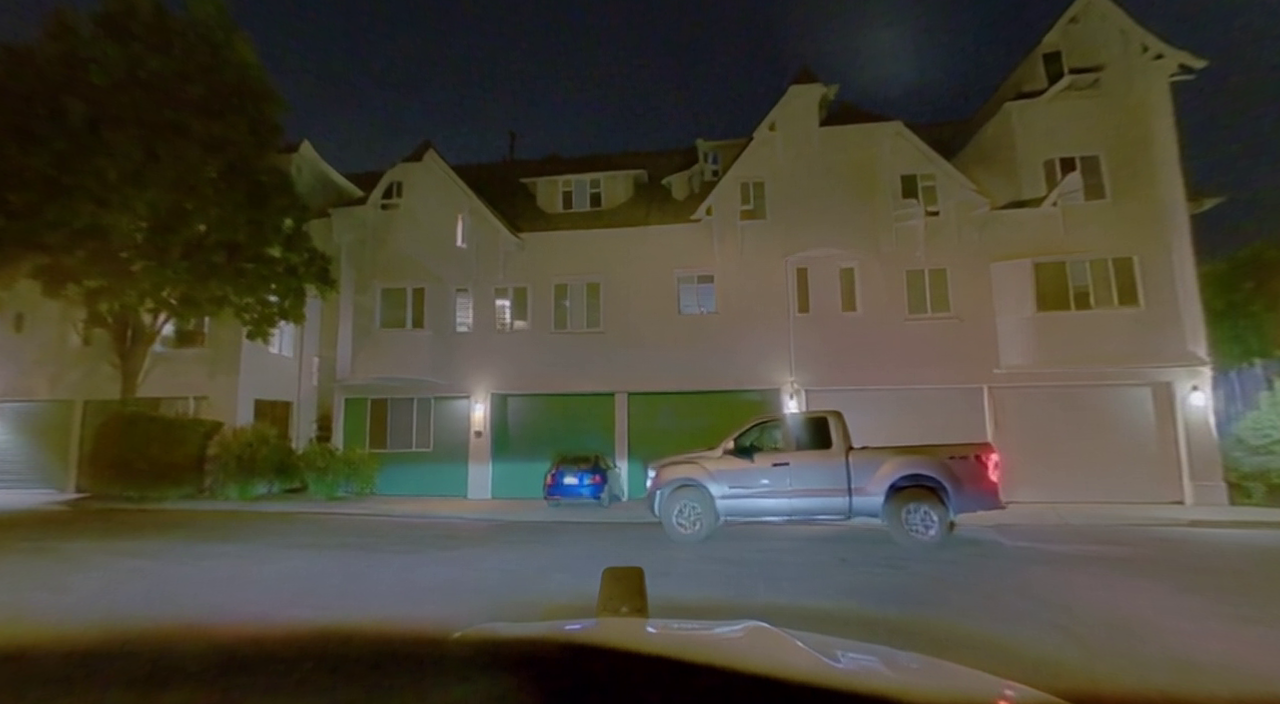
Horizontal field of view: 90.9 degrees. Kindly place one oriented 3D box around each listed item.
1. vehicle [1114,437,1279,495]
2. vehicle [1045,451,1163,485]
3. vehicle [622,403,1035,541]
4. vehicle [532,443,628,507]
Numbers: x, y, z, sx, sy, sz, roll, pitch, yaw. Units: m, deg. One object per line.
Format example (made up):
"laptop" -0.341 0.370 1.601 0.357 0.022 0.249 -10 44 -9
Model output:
"vehicle" 18.946 3.742 21.011 4.383 1.784 2.211 -2 -8 9
"vehicle" 21.027 5.252 28.730 3.897 1.416 1.703 -2 -8 10
"vehicle" 2.670 1.841 10.040 5.600 1.835 2.161 -1 -8 9
"vehicle" -1.696 3.623 19.056 1.869 1.460 3.826 -5 -6 10
